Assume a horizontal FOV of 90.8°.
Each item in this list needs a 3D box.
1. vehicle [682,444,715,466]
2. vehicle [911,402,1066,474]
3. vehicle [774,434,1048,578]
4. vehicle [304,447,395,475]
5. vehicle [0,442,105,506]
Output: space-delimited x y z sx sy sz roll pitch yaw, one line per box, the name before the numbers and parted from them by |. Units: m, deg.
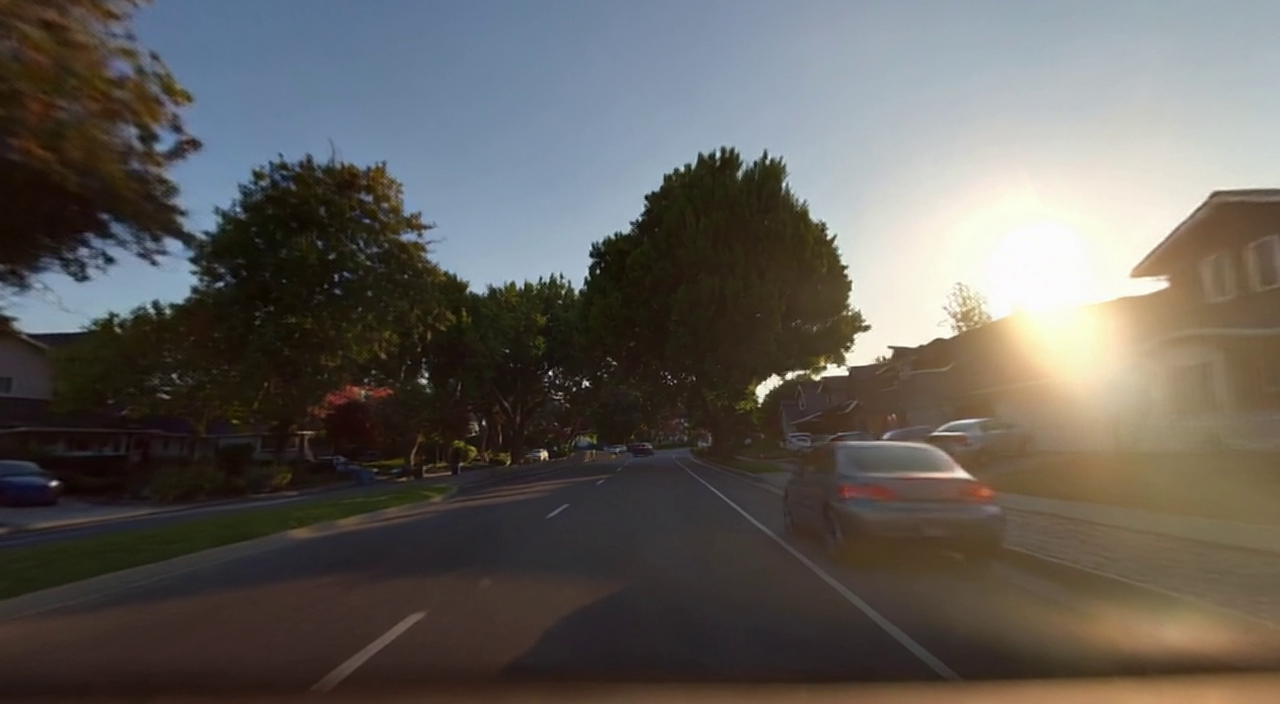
vehicle | 4.296 7.678 47.203 2.104 1.524 4.524 1 -8 1
vehicle | 11.151 2.714 20.169 4.591 1.867 2.057 0 -9 -31
vehicle | 3.273 1.915 8.746 2.016 1.477 4.207 0 -8 2
vehicle | -19.524 7.345 42.543 5.044 1.782 2.152 0 -8 3
vehicle | -20.871 3.925 20.679 4.691 1.810 2.079 2 -8 1
